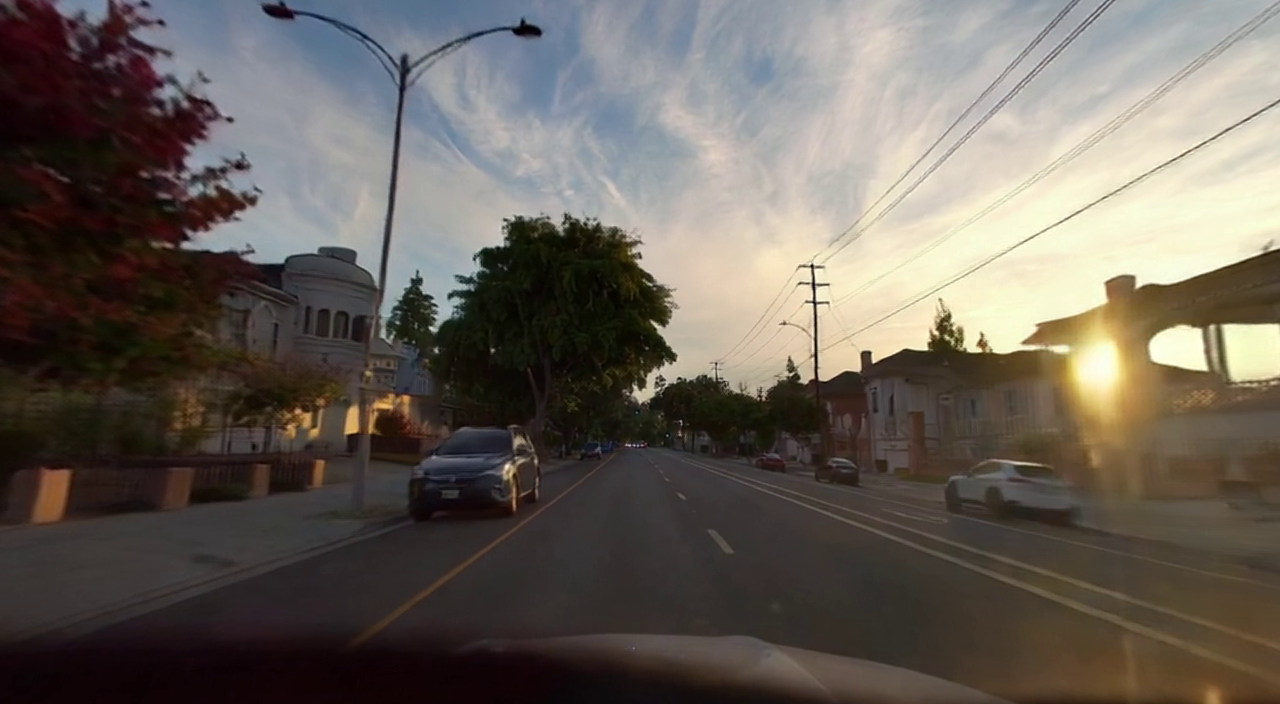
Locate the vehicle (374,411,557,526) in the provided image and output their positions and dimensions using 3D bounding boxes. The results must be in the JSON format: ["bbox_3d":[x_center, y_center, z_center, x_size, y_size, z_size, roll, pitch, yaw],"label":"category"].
[{"bbox_3d":[-3.303,2.375,13.489,2.290,1.924,5.536,0,-8,0],"label":"vehicle"}]

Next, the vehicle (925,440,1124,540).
[{"bbox_3d":[9.595,3.390,16.325,2.156,1.882,4.790,8,-8,1],"label":"vehicle"}]

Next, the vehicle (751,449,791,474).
[{"bbox_3d":[9.490,7.966,46.045,1.930,1.456,4.511,8,-8,2],"label":"vehicle"}]

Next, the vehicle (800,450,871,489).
[{"bbox_3d":[9.613,5.787,31.495,1.977,1.495,4.800,8,-8,1],"label":"vehicle"}]

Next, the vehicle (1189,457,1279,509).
[{"bbox_3d":[22.313,4.537,22.110,4.172,1.630,2.112,0,-9,-2],"label":"vehicle"}]
